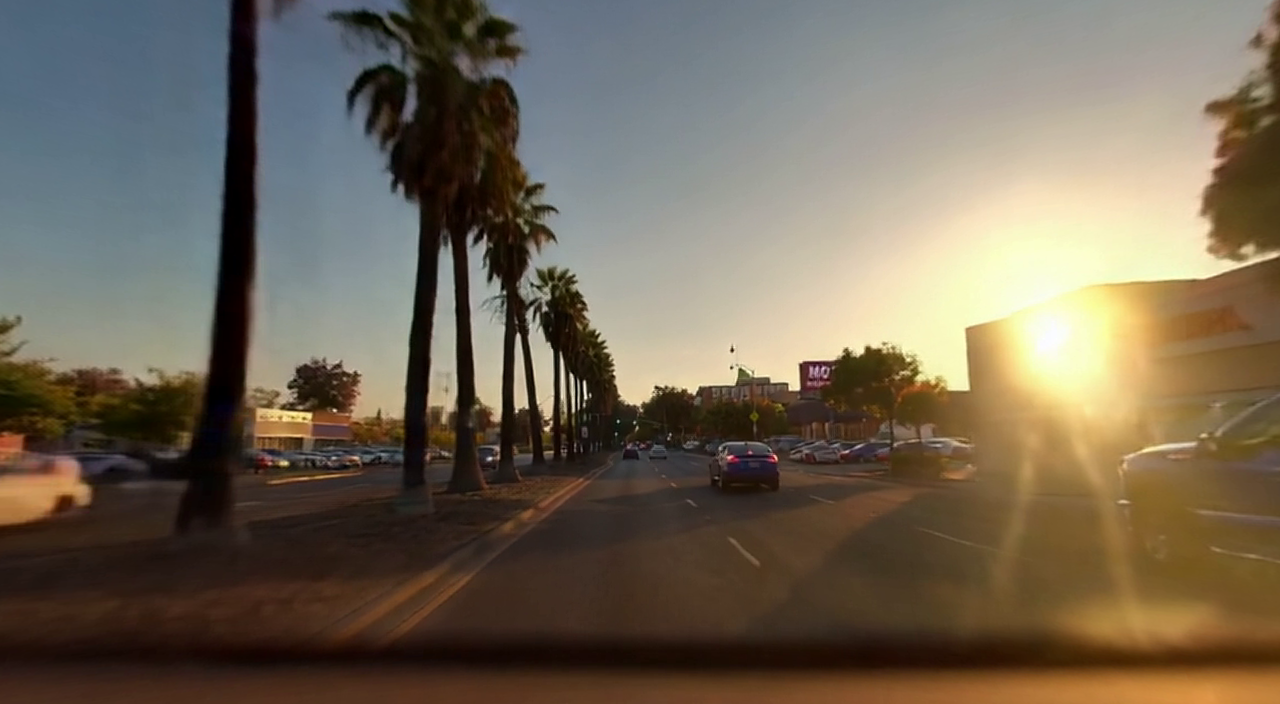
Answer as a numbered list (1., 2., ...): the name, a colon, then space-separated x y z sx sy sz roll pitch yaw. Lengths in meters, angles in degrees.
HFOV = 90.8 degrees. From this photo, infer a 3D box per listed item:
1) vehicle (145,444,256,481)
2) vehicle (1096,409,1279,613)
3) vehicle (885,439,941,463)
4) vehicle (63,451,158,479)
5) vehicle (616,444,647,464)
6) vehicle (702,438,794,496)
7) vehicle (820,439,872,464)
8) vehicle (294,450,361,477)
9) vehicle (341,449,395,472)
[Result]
1. vehicle: -24.329 6.112 35.372 2.112 1.821 5.960 -1 -8 -2
2. vehicle: 6.169 1.147 4.220 2.140 1.606 5.437 0 -9 -1
3. vehicle: 20.542 7.459 47.766 1.925 1.724 4.458 1 -9 -4
4. vehicle: -31.962 6.805 38.251 4.210 1.549 1.855 7 -11 -40
5. vehicle: -0.683 7.853 48.621 2.258 1.468 4.076 0 -8 -2
6. vehicle: 3.115 3.400 19.130 1.889 1.541 4.303 0 -8 -2
7. vehicle: 15.367 7.478 47.473 2.067 1.772 4.910 0 -9 -2
8. vehicle: -19.500 6.943 39.678 1.983 1.492 4.904 -1 -8 -3
9. vehicle: -19.545 7.804 45.646 1.840 1.524 4.923 0 -8 -2
